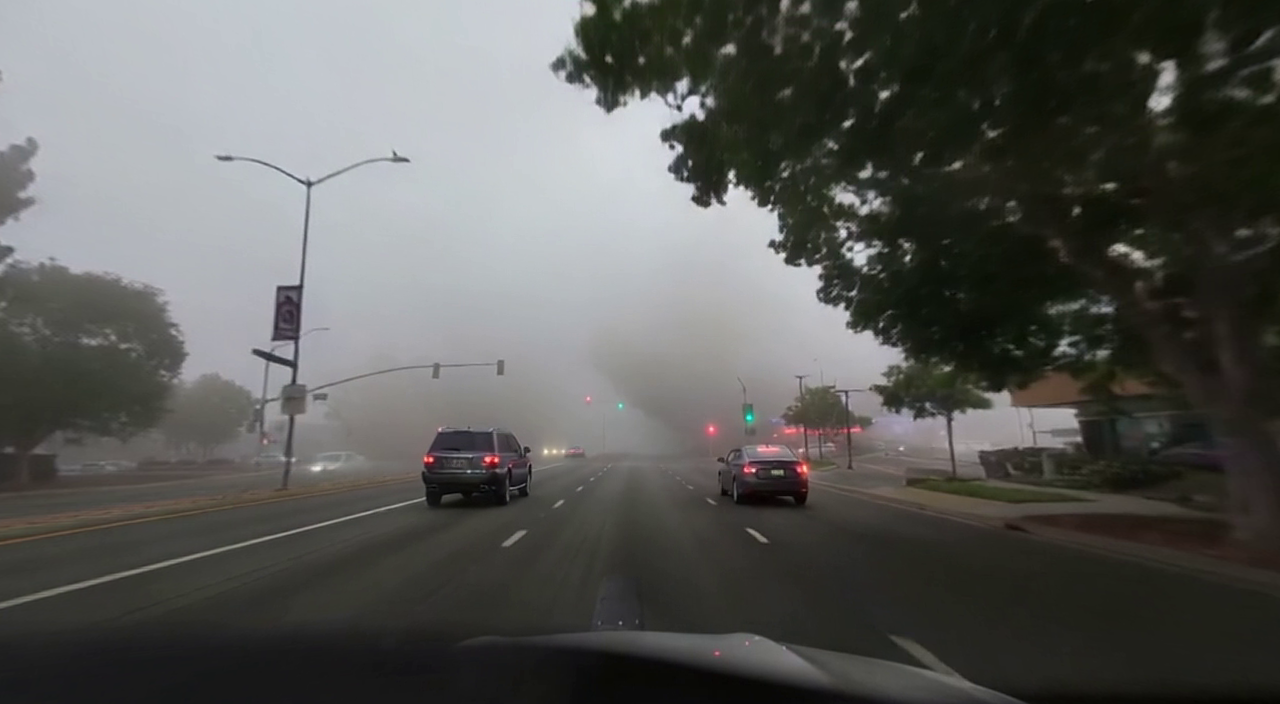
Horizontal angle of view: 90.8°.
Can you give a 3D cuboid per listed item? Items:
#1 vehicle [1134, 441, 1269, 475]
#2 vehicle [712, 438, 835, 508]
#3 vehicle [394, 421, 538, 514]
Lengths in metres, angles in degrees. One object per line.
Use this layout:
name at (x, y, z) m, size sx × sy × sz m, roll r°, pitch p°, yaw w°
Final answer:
vehicle at (29.047, 5.496, 32.832) m, size 4.810 × 1.627 × 1.991 m, roll -2°, pitch -9°, yaw 6°
vehicle at (3.190, 3.011, 16.226) m, size 1.975 × 1.502 × 4.787 m, roll 0°, pitch -9°, yaw -2°
vehicle at (-3.764, 2.597, 14.639) m, size 1.997 × 1.806 × 4.500 m, roll 0°, pitch -9°, yaw 1°
